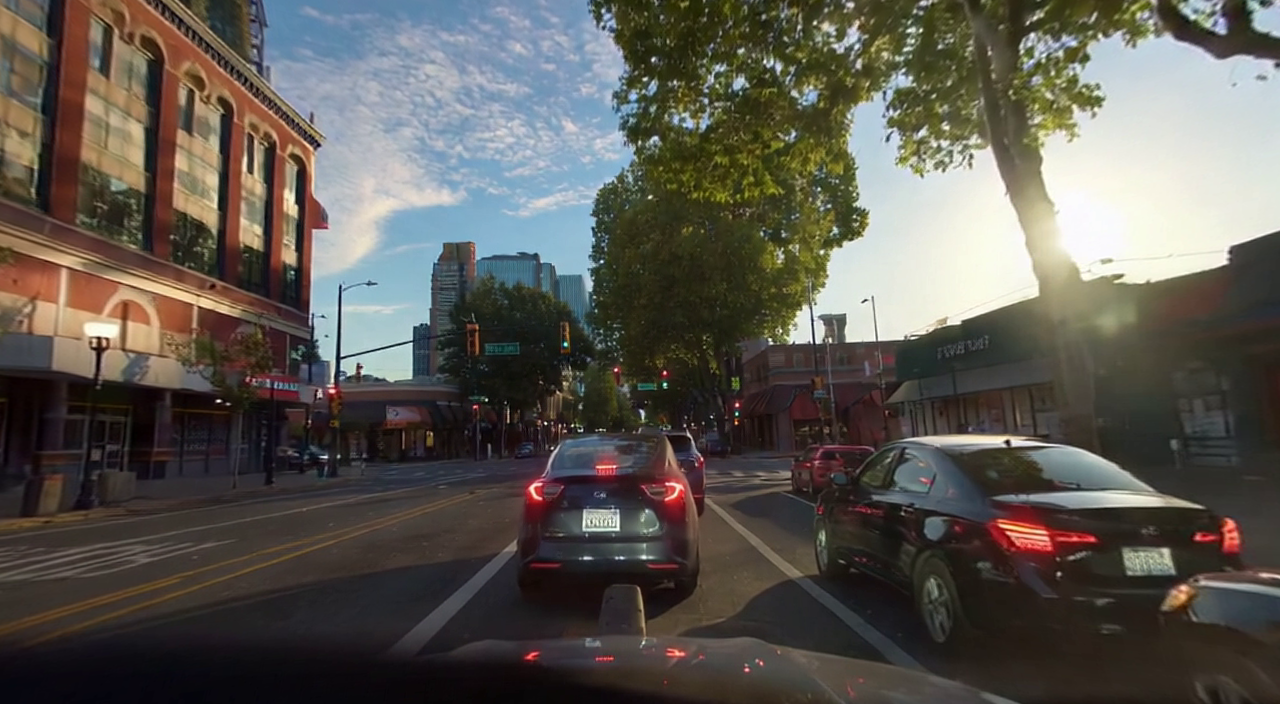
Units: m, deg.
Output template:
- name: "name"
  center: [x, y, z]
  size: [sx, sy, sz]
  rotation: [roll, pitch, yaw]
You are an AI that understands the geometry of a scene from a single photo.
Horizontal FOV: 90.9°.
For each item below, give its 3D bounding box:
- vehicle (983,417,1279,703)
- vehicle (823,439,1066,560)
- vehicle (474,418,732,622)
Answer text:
- name: "vehicle"
  center: [3.184, 0.873, 1.498]
  size: [2.006, 1.496, 4.767]
  rotation: [0, -8, -1]
- name: "vehicle"
  center: [4.531, 2.216, 10.358]
  size: [1.912, 1.505, 4.618]
  rotation: [-1, -8, 3]
- name: "vehicle"
  center: [-0.276, 1.512, 6.561]
  size: [1.888, 1.489, 3.703]
  rotation: [0, -8, 0]
